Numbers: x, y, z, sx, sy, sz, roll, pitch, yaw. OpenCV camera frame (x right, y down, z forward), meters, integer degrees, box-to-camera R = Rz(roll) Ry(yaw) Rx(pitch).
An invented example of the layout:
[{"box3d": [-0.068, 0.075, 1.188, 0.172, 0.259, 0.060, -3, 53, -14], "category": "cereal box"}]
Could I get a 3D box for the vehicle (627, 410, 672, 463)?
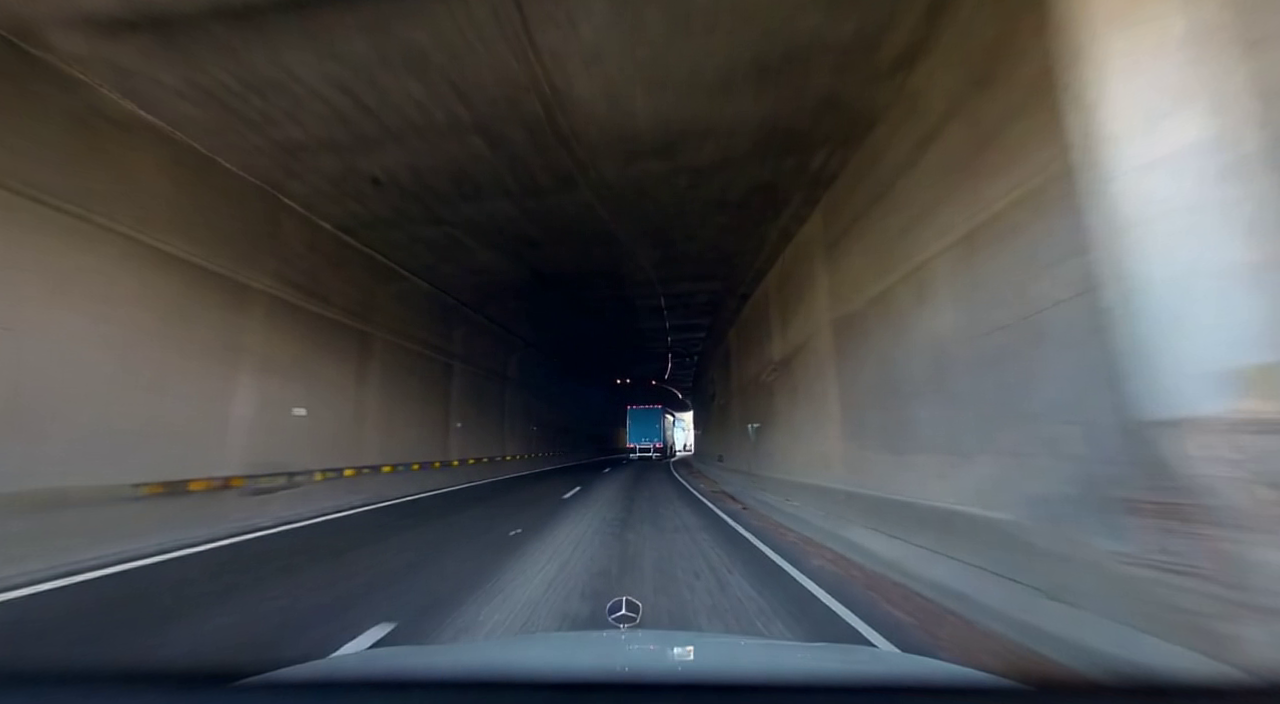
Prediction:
[{"box3d": [0.900, 6.432, 47.234, 2.915, 3.468, 11.233, -1, -9, 3], "category": "vehicle"}]
